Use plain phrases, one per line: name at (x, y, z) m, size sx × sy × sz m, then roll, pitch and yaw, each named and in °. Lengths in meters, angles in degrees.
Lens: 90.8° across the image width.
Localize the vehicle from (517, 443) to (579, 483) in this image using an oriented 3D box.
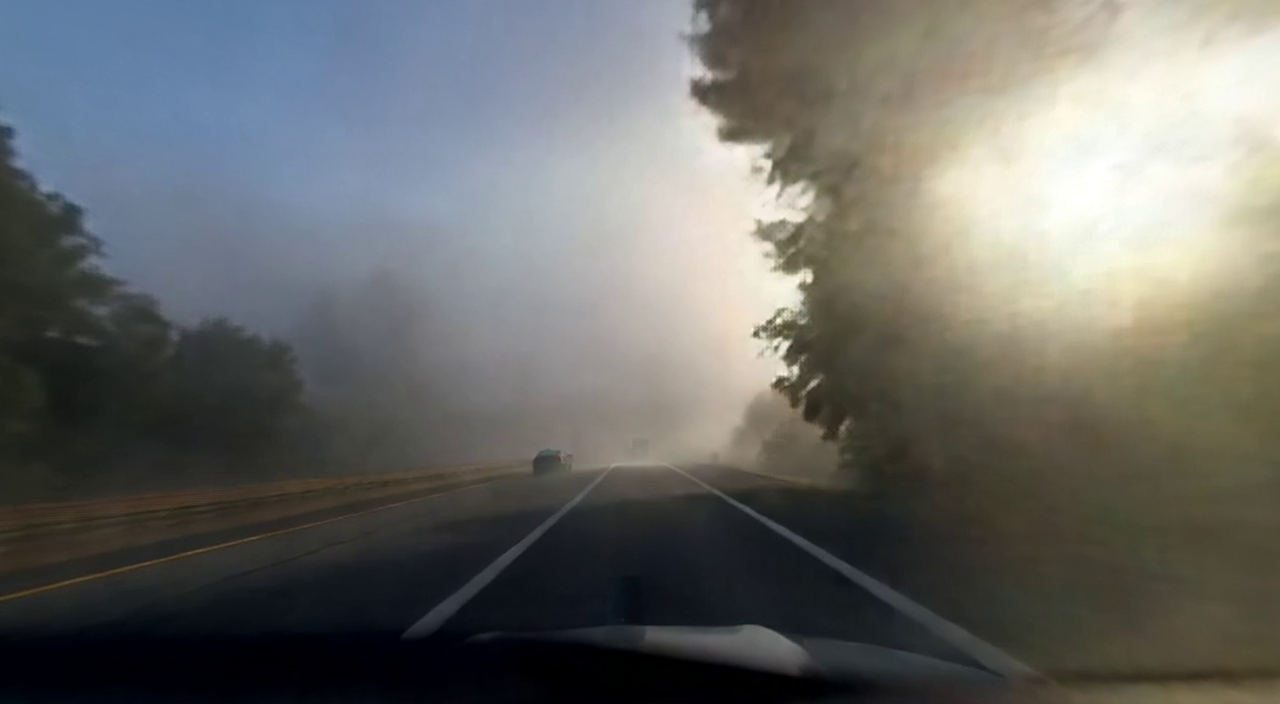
vehicle at (-4.036, 4.936, 28.461) m, size 2.076 × 1.637 × 4.526 m, roll 0°, pitch -9°, yaw 0°
